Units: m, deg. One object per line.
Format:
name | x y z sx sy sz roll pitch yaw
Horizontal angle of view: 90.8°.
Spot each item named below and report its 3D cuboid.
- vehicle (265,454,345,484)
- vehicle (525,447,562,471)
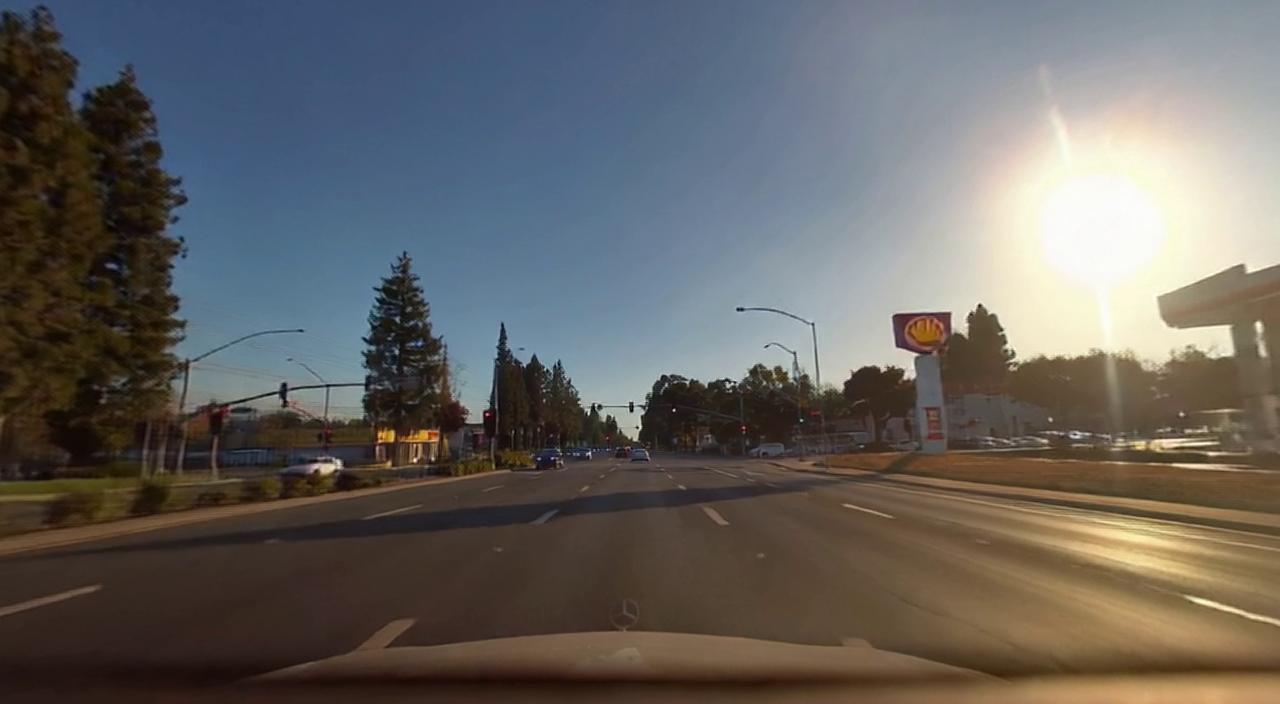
vehicle | -18.830 6.547 35.767 1.948 1.507 4.742 0 -8 0
vehicle | -6.613 7.348 43.743 1.898 1.539 4.314 0 -8 0
